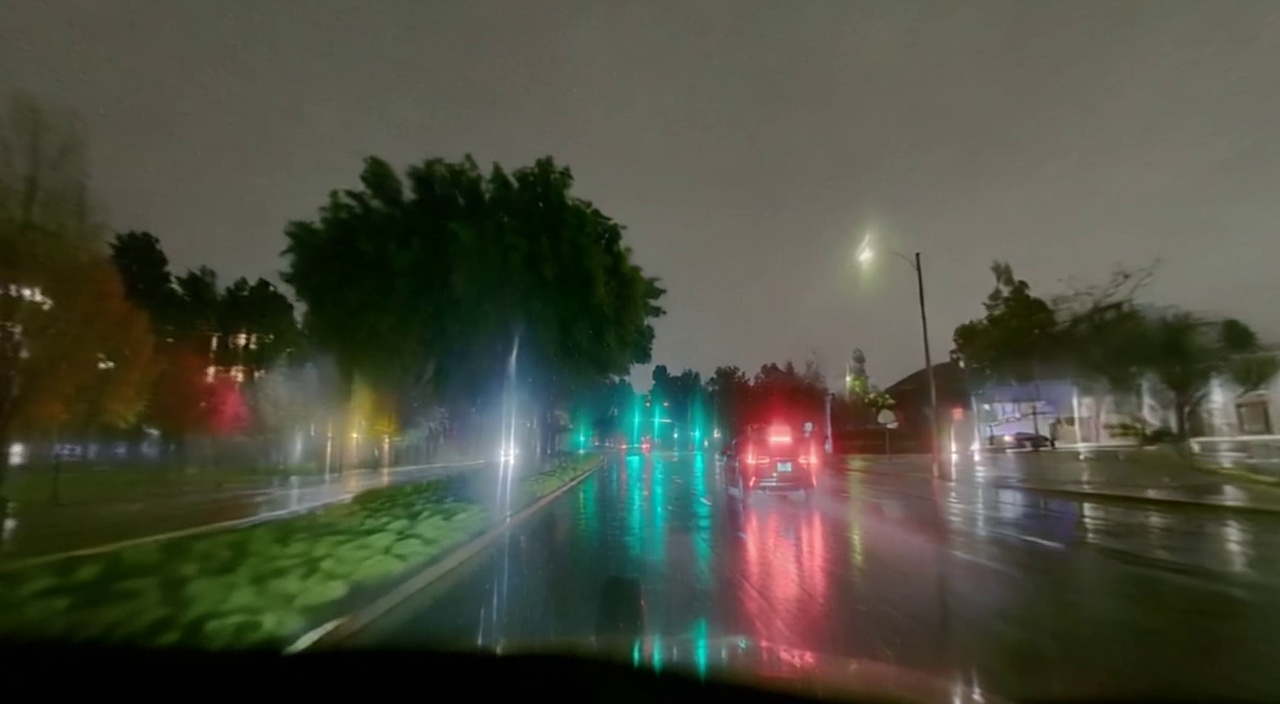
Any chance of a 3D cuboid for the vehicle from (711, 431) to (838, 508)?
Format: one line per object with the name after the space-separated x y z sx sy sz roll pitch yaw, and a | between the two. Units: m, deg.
3.146 2.855 15.916 1.995 1.616 4.729 0 -8 -2 | vehicle
